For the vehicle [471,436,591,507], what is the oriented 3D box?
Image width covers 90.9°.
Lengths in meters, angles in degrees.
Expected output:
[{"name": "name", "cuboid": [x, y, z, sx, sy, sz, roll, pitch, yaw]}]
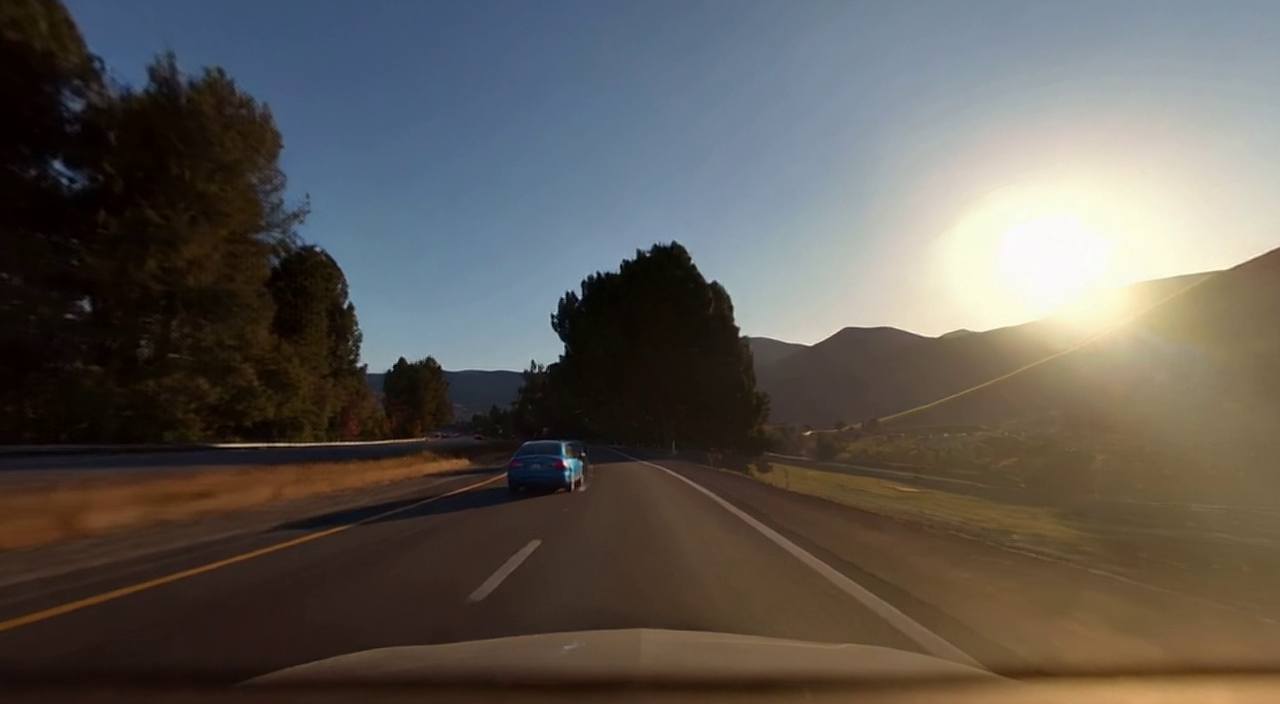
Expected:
[{"name": "vehicle", "cuboid": [-2.540, 2.938, 15.992, 2.097, 1.511, 4.585, 0, -8, 2]}]
